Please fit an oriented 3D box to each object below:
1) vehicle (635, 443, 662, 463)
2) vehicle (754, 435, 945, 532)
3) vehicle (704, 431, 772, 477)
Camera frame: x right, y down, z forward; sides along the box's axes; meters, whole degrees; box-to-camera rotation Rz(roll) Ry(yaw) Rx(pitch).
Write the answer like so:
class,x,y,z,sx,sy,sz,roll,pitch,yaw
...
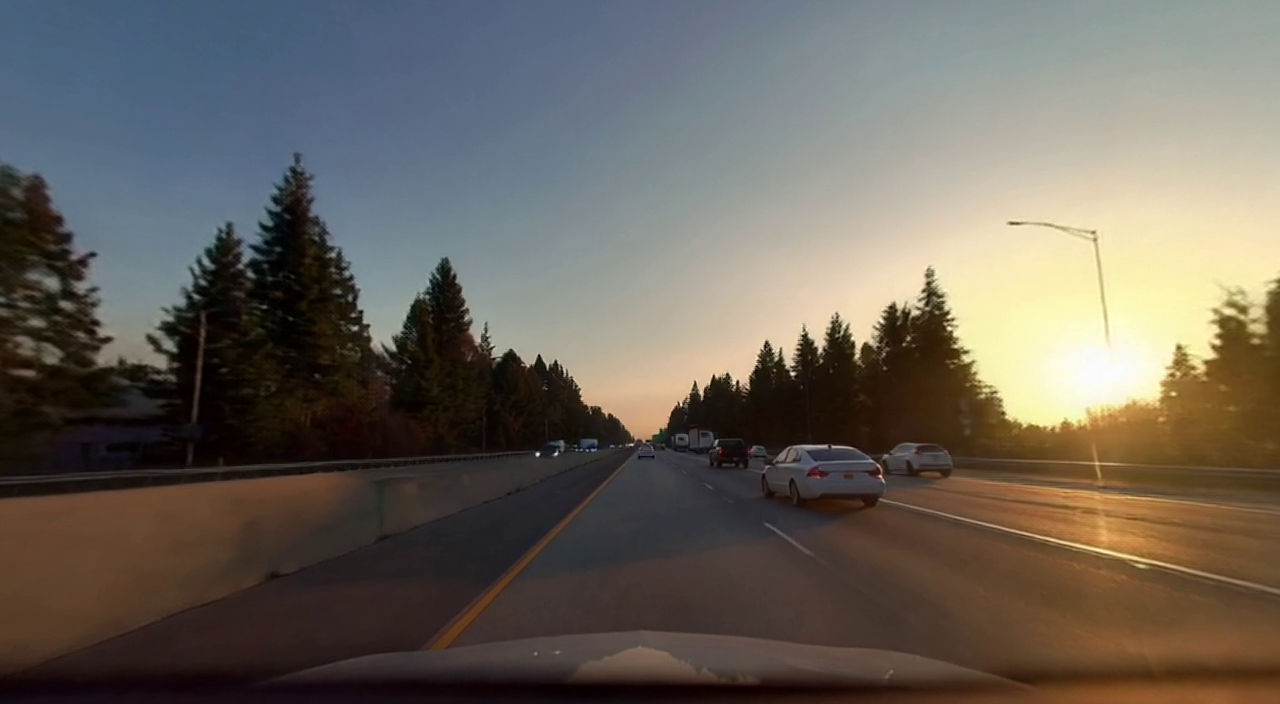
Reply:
class,x,y,z,sx,sy,sz,roll,pitch,yaw
vehicle,0.654,7.974,49.746,2.052,1.472,4.295,0,-8,0
vehicle,3.648,2.363,12.044,1.904,1.453,4.789,0,-8,-2
vehicle,4.398,4.651,29.040,2.206,1.902,5.460,0,-8,-1
